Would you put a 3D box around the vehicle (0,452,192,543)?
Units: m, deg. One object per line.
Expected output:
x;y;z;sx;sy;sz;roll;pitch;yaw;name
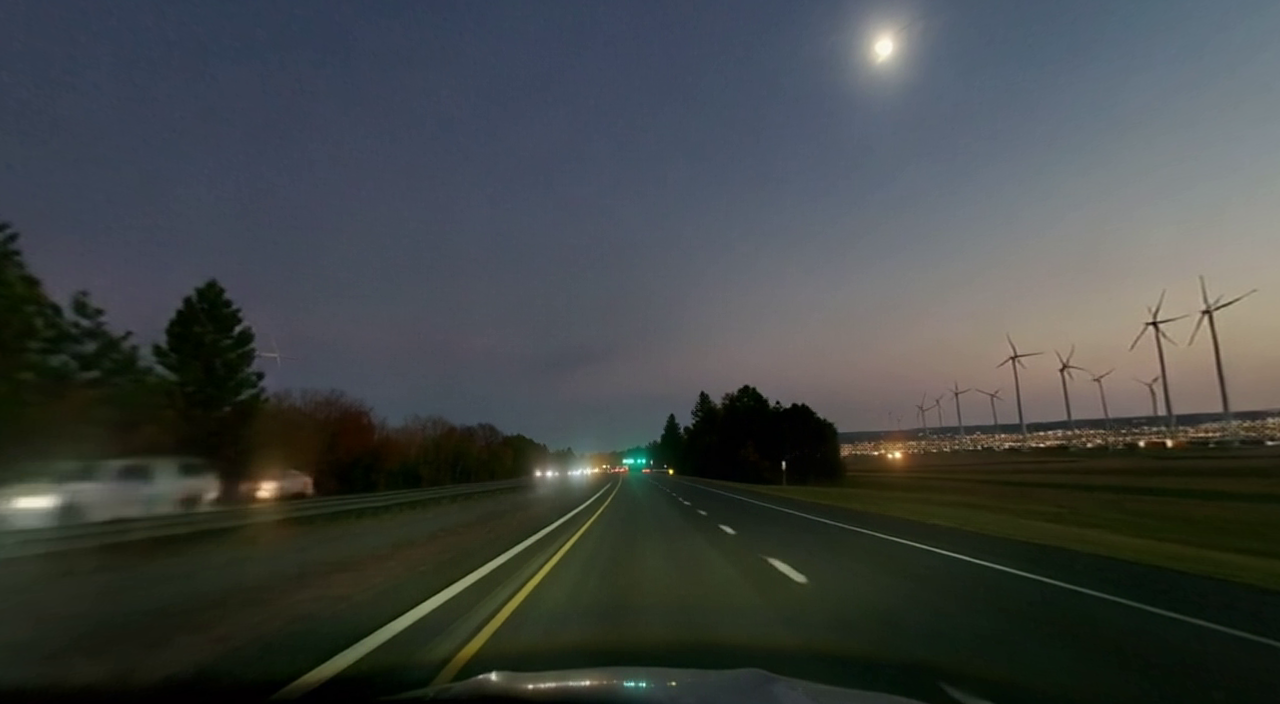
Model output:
-12.647;3.143;14.076;1.977;1.680;4.321;1;-11;0;vehicle

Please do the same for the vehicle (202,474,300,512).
-16.262;5.875;26.556;1.683;1.410;3.755;1;-11;0;vehicle
